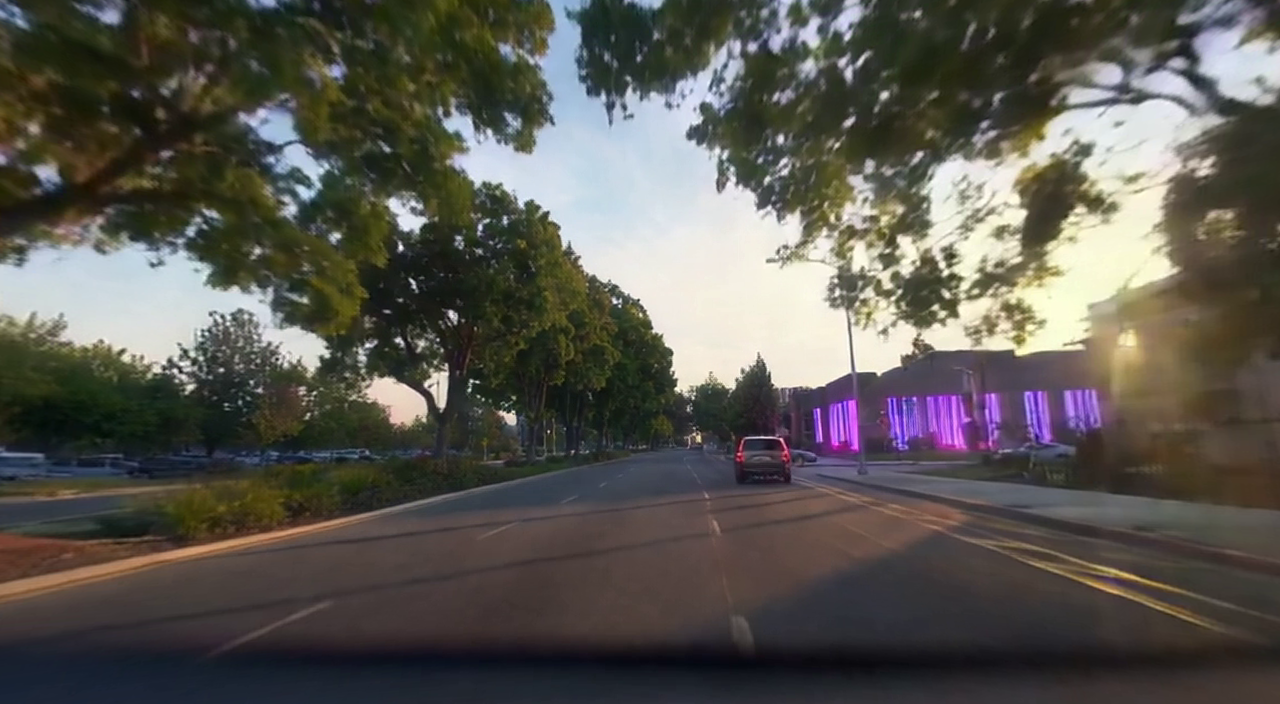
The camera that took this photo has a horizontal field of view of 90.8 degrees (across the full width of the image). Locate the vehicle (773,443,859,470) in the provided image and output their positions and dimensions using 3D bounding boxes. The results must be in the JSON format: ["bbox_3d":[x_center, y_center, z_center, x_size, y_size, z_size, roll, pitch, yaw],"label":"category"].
[{"bbox_3d":[10.415,6.180,37.460,4.733,1.499,2.000,-3,-9,17],"label":"vehicle"}]

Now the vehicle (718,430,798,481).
[{"bbox_3d":[5.237,4.443,27.443,2.477,1.991,5.157,-3,-9,20],"label":"vehicle"}]

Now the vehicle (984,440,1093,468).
[{"bbox_3d":[22.168,5.703,35.308,4.698,1.465,1.914,-1,-8,7],"label":"vehicle"}]
